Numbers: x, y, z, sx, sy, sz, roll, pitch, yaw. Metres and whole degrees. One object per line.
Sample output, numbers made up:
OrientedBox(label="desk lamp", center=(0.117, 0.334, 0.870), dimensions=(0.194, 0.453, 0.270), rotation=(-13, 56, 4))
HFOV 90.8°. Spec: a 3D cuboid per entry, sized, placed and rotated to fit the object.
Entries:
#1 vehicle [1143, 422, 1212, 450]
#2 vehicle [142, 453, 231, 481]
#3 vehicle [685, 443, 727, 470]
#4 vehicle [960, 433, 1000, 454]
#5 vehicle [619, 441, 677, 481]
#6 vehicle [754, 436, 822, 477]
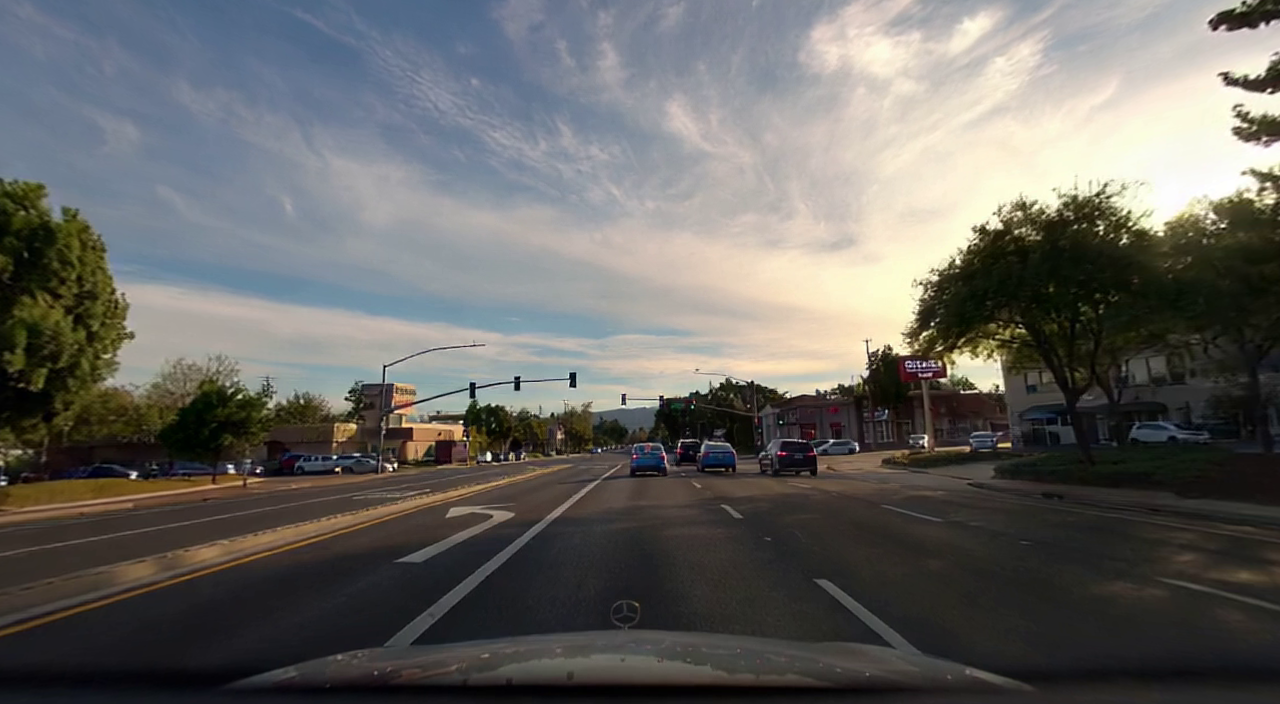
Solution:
OrientedBox(label="vehicle", center=(29.470, 4.673, 34.772), dimensions=(1.951, 1.443, 4.614), rotation=(-5, -10, 29))
OrientedBox(label="vehicle", center=(-31.129, 7.879, 43.457), dimensions=(4.471, 1.829, 2.071), rotation=(0, -9, -2))
OrientedBox(label="vehicle", center=(3.769, 6.053, 36.890), dimensions=(1.889, 1.473, 4.643), rotation=(0, -9, -1))
OrientedBox(label="vehicle", center=(26.125, 7.013, 48.425), dimensions=(2.222, 1.538, 4.817), rotation=(-6, -10, 32))
OrientedBox(label="vehicle", center=(0.295, 4.356, 25.511), dimensions=(2.135, 1.468, 4.076), rotation=(0, -8, 0))
OrientedBox(label="vehicle", center=(6.652, 4.746, 28.928), dimensions=(2.009, 1.700, 4.275), rotation=(0, -9, -1))
